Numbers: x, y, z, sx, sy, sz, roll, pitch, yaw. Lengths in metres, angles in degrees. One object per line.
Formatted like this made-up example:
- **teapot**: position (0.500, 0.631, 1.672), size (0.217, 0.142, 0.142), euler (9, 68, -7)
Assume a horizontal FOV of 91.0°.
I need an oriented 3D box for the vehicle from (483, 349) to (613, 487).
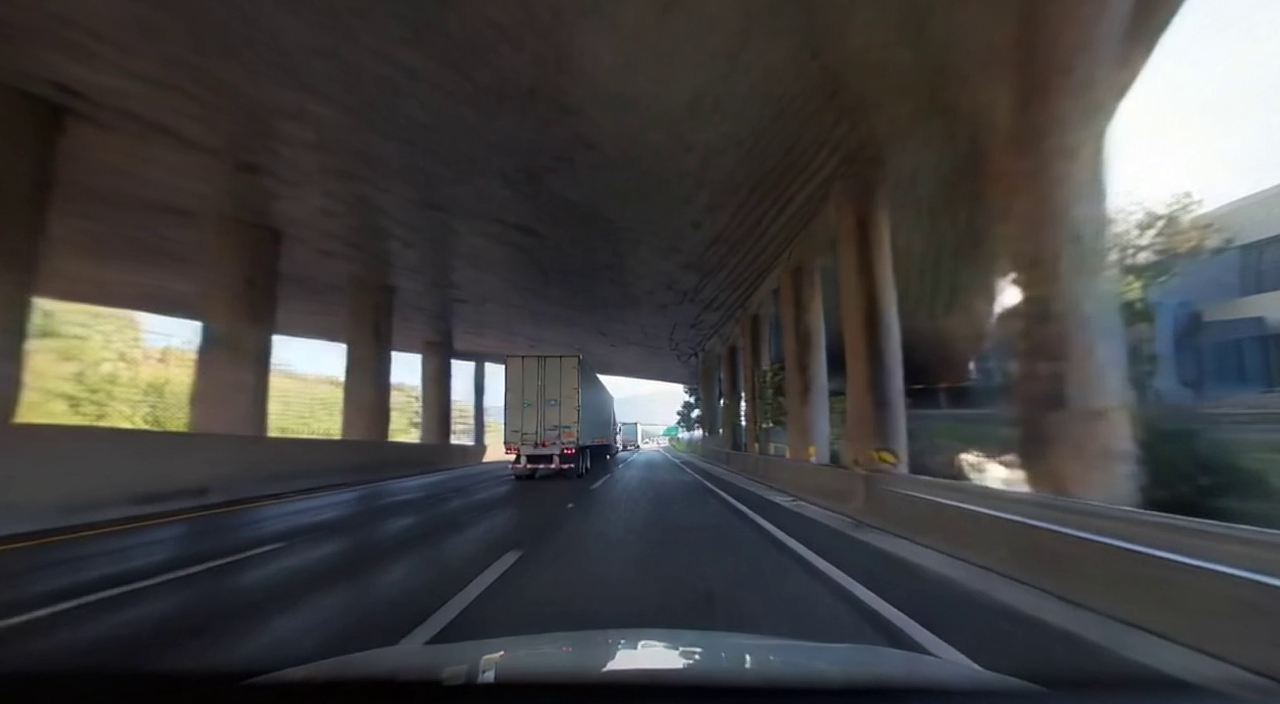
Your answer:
- **vehicle**: position (-3.017, 2.942, 25.675), size (2.947, 4.051, 14.256), euler (0, -8, 1)
